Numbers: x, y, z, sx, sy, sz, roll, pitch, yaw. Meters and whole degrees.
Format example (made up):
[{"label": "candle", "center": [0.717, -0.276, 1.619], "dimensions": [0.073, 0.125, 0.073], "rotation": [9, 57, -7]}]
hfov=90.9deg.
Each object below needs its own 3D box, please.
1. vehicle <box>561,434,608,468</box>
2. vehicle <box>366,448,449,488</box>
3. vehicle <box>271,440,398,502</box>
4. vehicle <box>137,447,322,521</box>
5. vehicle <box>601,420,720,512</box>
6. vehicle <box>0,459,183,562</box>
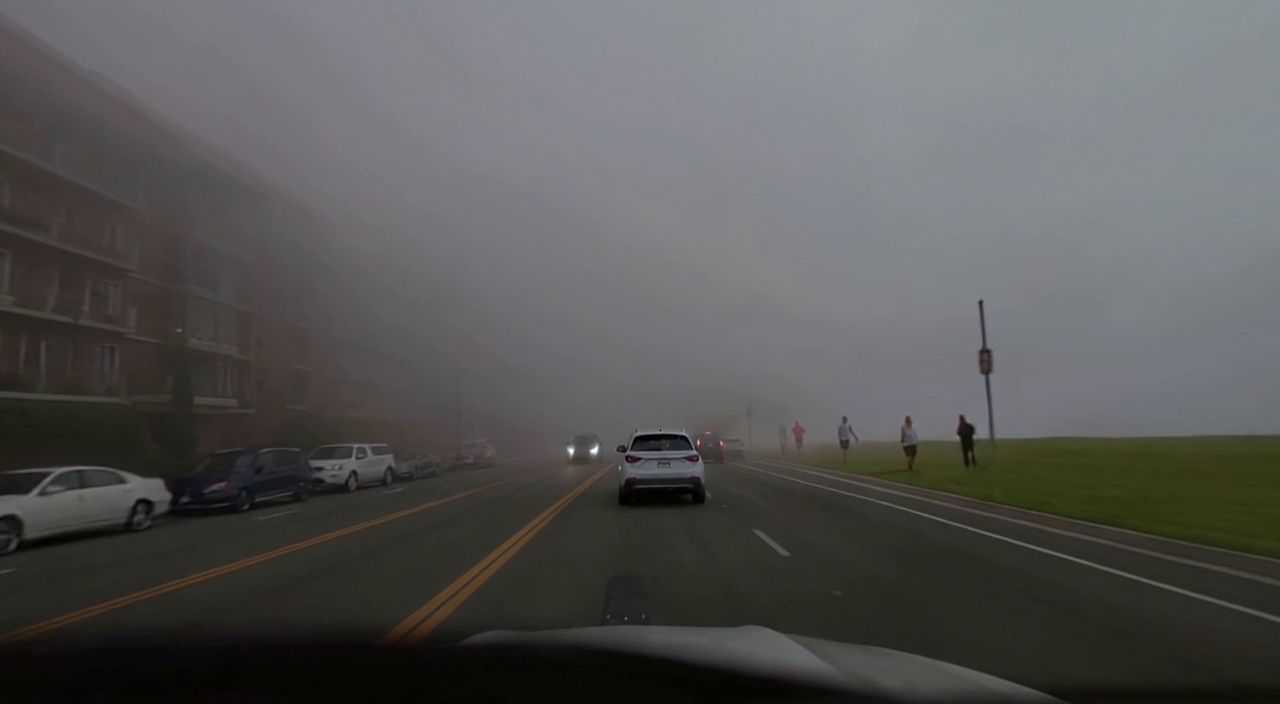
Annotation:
[{"label": "vehicle", "center": [-2.942, 5.402, 34.516], "dimensions": [2.086, 1.702, 4.451], "rotation": [0, -9, 1]}, {"label": "vehicle", "center": [-10.098, 5.027, 27.821], "dimensions": [1.860, 1.487, 4.658], "rotation": [-1, -8, 0]}, {"label": "vehicle", "center": [-10.261, 3.979, 21.672], "dimensions": [1.940, 1.816, 4.721], "rotation": [-1, -7, 1]}, {"label": "vehicle", "center": [-10.394, 3.310, 16.463], "dimensions": [1.869, 1.647, 4.281], "rotation": [0, -9, 1]}, {"label": "vehicle", "center": [0.348, 2.323, 13.219], "dimensions": [2.132, 1.632, 3.838], "rotation": [0, -9, 0]}, {"label": "vehicle", "center": [-10.607, 2.644, 10.933], "dimensions": [1.839, 1.474, 4.694], "rotation": [0, -9, 0]}]
